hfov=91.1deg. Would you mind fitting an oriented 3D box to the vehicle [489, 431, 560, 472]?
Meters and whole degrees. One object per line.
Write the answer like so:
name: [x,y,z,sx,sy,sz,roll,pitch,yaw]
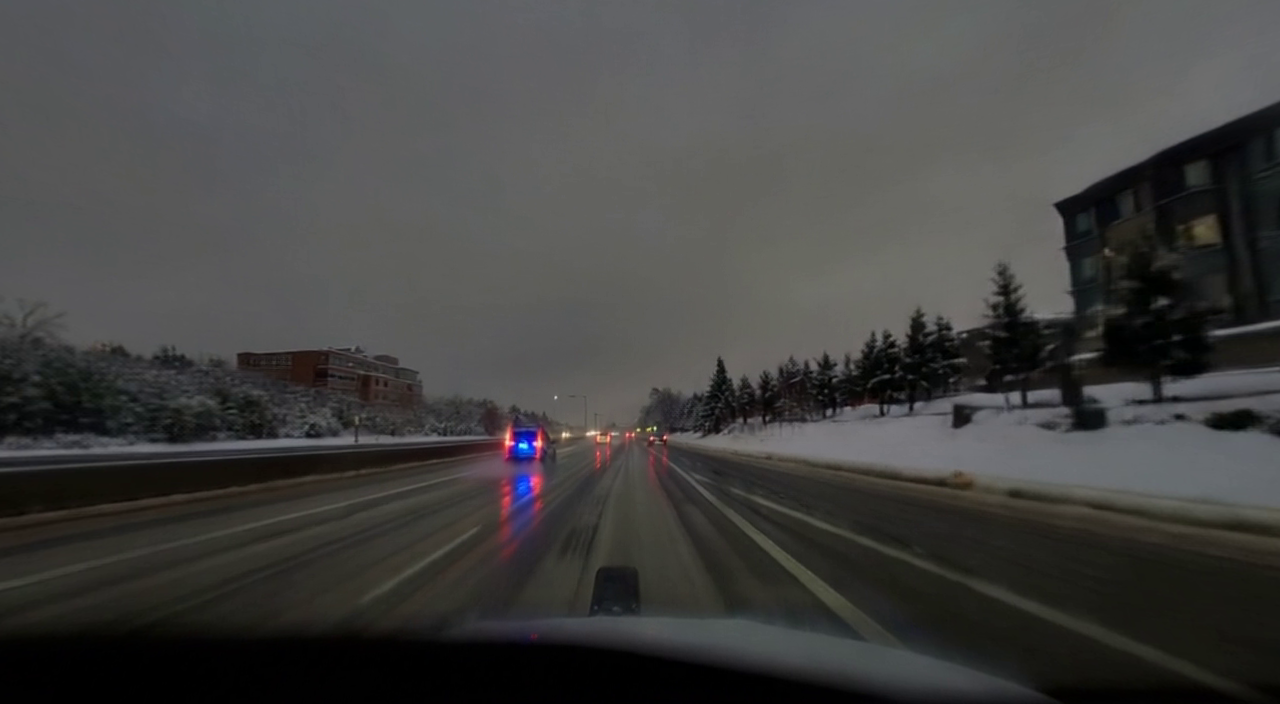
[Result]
vehicle: [-4.501,3.937,25.167,1.996,1.490,4.571,0,-8,-1]
